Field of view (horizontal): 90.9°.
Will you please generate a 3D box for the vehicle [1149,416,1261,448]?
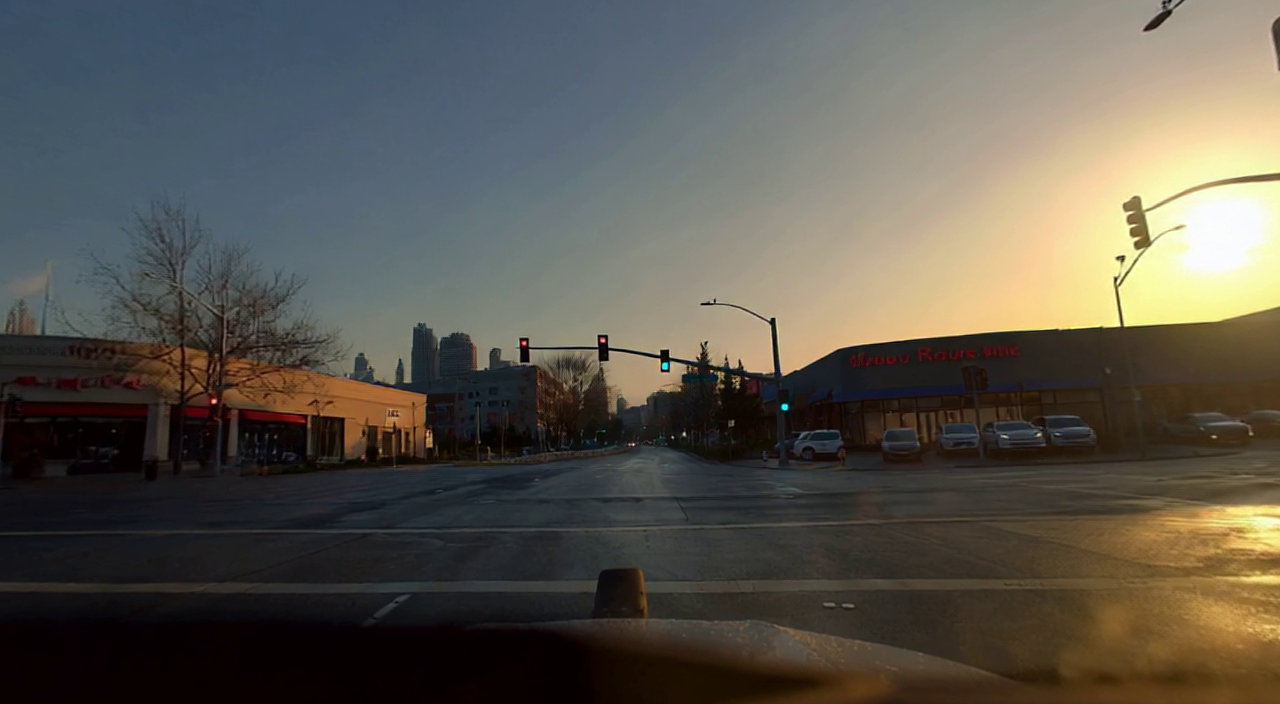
[{"bbox_3d":[28.269,4.071,31.719,1.799,1.459,4.266,-1,-8,3],"label":"vehicle"}]
